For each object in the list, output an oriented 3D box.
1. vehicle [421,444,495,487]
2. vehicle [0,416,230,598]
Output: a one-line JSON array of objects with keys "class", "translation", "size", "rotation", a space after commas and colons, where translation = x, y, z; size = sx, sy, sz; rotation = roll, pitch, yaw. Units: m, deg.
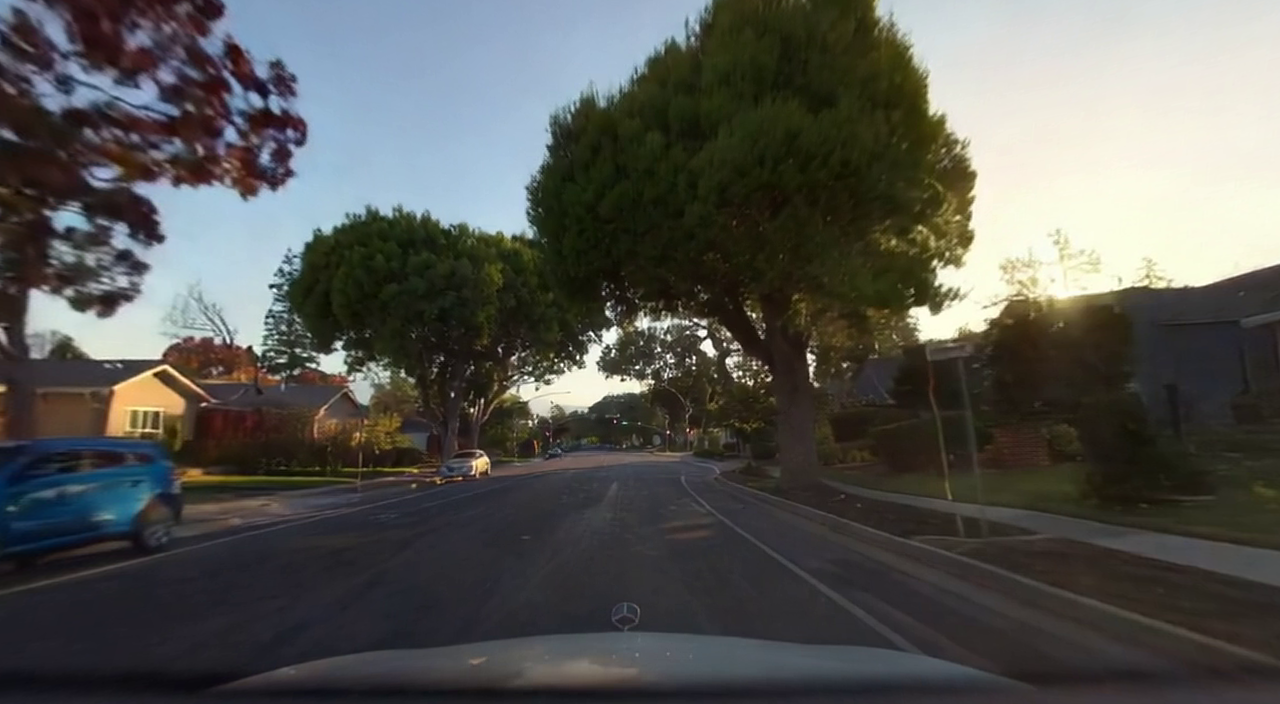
[{"class": "vehicle", "translation": [-8.293, 5.163, 29.203], "size": [2.130, 1.692, 4.544], "rotation": [-2, -8, 0]}, {"class": "vehicle", "translation": [-7.614, 1.826, 7.860], "size": [2.209, 1.807, 4.432], "rotation": [-2, -8, -3]}]
